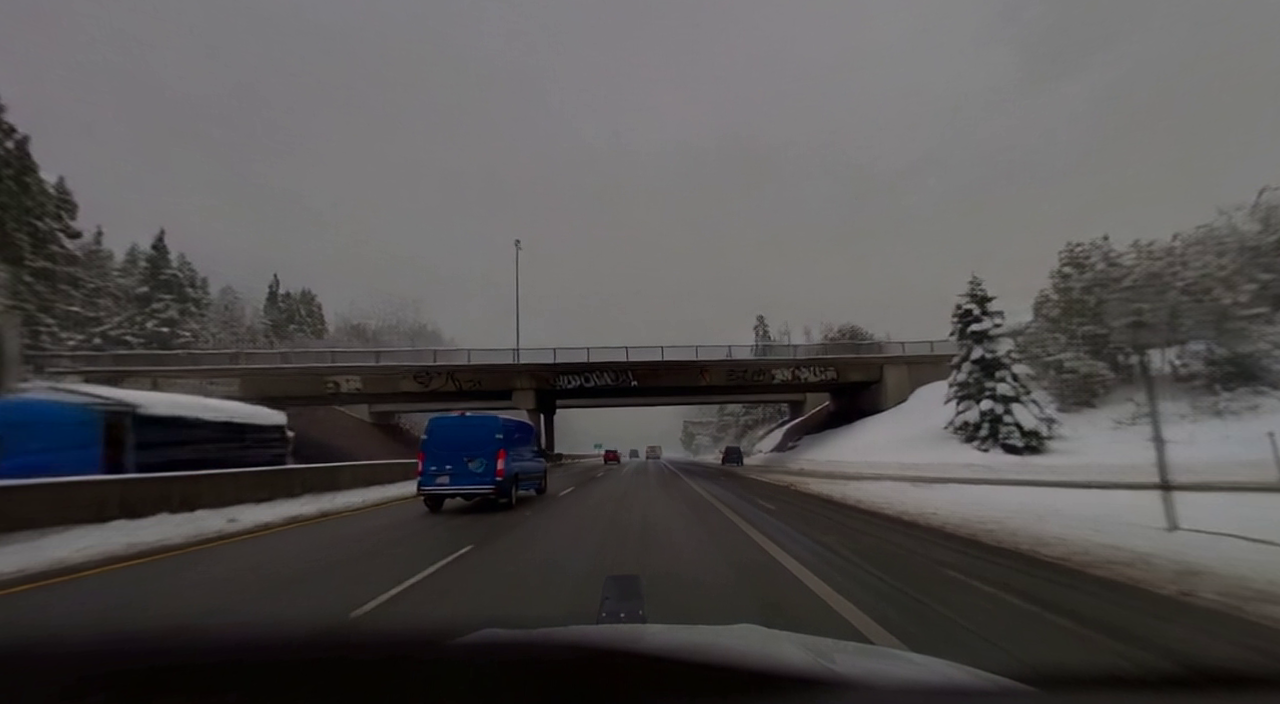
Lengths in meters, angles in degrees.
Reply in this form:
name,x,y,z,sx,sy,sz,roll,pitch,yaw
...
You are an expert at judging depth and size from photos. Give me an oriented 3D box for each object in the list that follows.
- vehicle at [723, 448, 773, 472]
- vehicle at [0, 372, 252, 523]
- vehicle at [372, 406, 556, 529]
name,x,y,z,sx,sy,sz,roll,pitch,yaw
vehicle,7.253,7.275,42.875,1.972,1.492,4.623,1,-9,-8
vehicle,-16.979,2.992,19.804,3.030,3.624,10.094,0,-9,1
vehicle,-3.261,2.299,13.086,2.310,2.030,5.094,0,-8,0
